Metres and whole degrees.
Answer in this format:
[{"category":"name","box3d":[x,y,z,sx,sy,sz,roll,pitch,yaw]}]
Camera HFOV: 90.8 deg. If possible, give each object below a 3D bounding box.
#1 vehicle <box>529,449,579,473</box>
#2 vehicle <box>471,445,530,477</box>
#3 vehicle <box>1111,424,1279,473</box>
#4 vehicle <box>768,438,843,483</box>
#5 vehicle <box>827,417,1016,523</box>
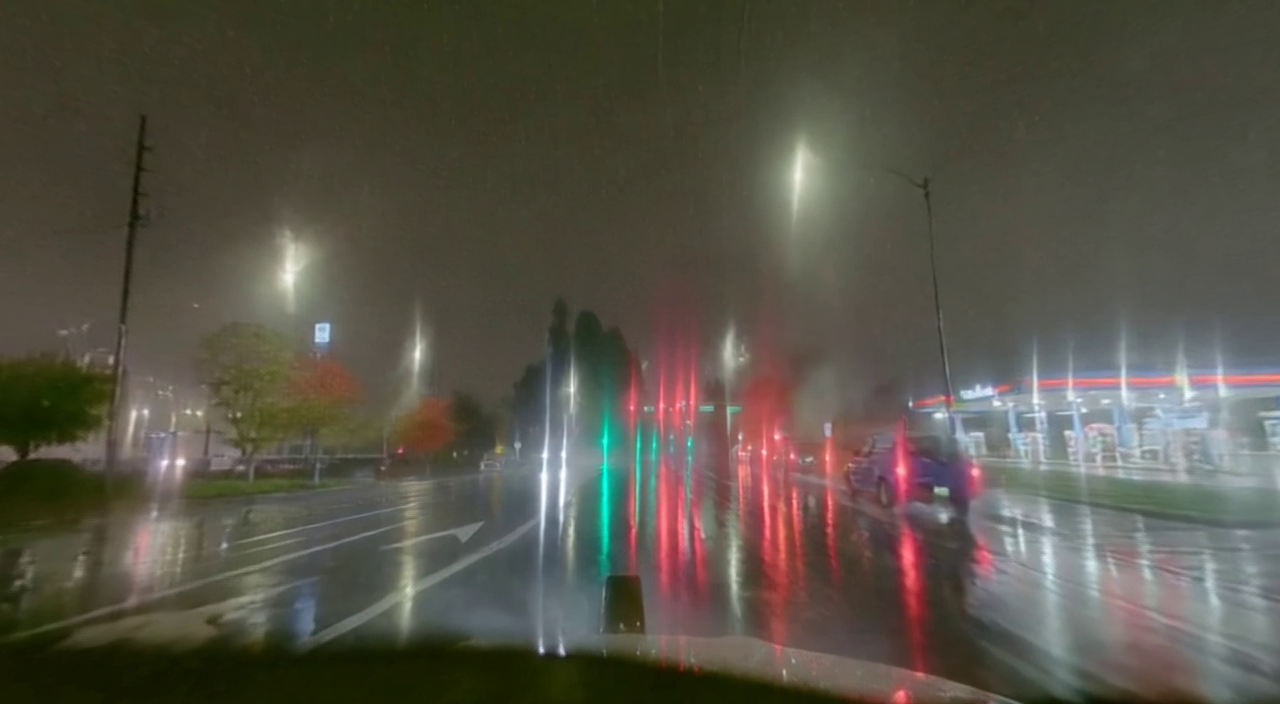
[{"category":"vehicle","box3d":[-5.901,7.554,44.030,2.007,1.606,4.764,-2,-9,11]},{"category":"vehicle","box3d":[-9.420,7.384,43.141,2.214,1.994,5.721,-1,-9,5]},{"category":"vehicle","box3d":[18.922,3.234,21.185,4.421,1.548,2.061,-1,-9,6]},{"category":"vehicle","box3d":[6.812,4.526,26.667,1.995,1.720,5.067,0,-9,2]},{"category":"vehicle","box3d":[5.832,2.513,13.990,2.194,1.896,5.049,-1,-9,5]}]
